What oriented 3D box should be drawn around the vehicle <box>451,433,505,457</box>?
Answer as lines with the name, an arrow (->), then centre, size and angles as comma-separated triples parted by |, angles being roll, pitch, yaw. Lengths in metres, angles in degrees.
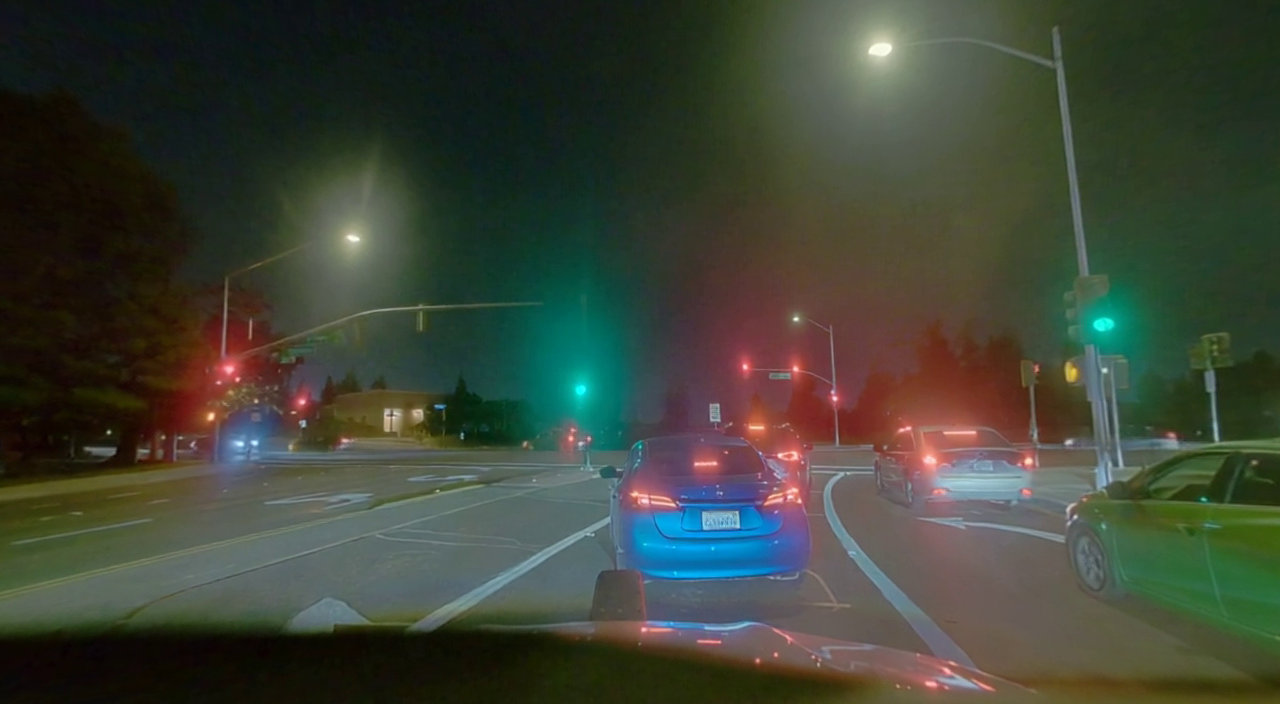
vehicle -> -12.474, 7.119, 48.192 | 1.972, 1.705, 4.457 | 8, -11, -44

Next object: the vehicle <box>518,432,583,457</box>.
vehicle -> -5.973, 6.107, 41.553 | 1.932, 1.573, 4.509 | 8, -12, -44

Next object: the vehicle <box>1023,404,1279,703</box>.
vehicle -> 4.243, 1.058, 3.371 | 1.954, 1.508, 4.441 | -1, -8, 6

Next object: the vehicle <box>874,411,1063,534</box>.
vehicle -> 5.538, 2.045, 11.289 | 2.102, 1.717, 4.373 | -2, -9, 16

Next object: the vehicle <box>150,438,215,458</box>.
vehicle -> -35.404, 7.433, 48.629 | 1.652, 1.433, 3.733 | -7, -11, 40

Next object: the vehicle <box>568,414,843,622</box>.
vehicle -> 0.850, 1.499, 6.693 | 2.052, 1.483, 3.928 | -2, -8, 12
